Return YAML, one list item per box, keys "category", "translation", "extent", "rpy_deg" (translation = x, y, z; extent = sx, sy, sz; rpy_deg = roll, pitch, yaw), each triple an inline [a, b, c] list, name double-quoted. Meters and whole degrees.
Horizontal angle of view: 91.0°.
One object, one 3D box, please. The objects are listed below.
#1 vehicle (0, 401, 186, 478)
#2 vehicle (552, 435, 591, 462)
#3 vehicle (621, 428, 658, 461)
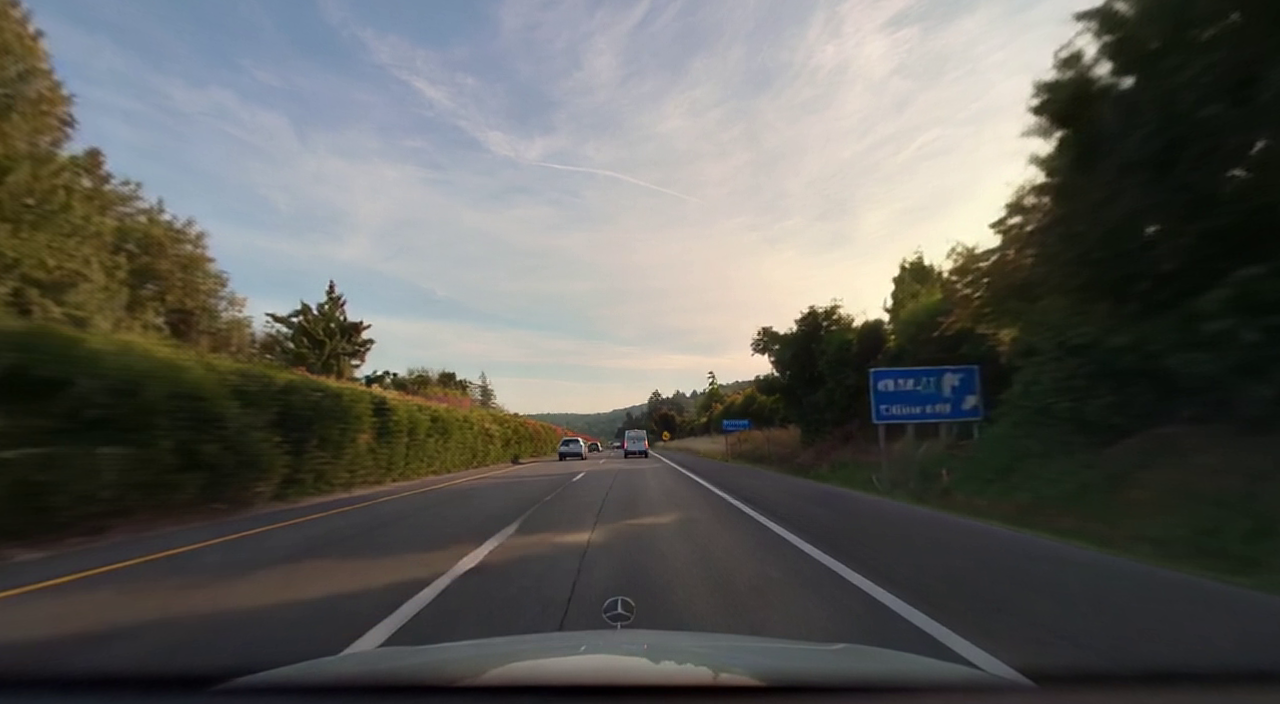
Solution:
- category: "vehicle"
  translation: [-16.966, 2.688, 19.444]
  extent: [2.246, 2.061, 4.905]
  rpy_deg: [0, -8, -1]
- category: "vehicle"
  translation: [-4.251, 6.079, 39.752]
  extent: [2.062, 1.567, 4.117]
  rpy_deg: [0, -8, -1]
- category: "vehicle"
  translation: [-0.111, 5.843, 39.930]
  extent: [2.223, 1.957, 4.416]
  rpy_deg: [0, -8, -2]
